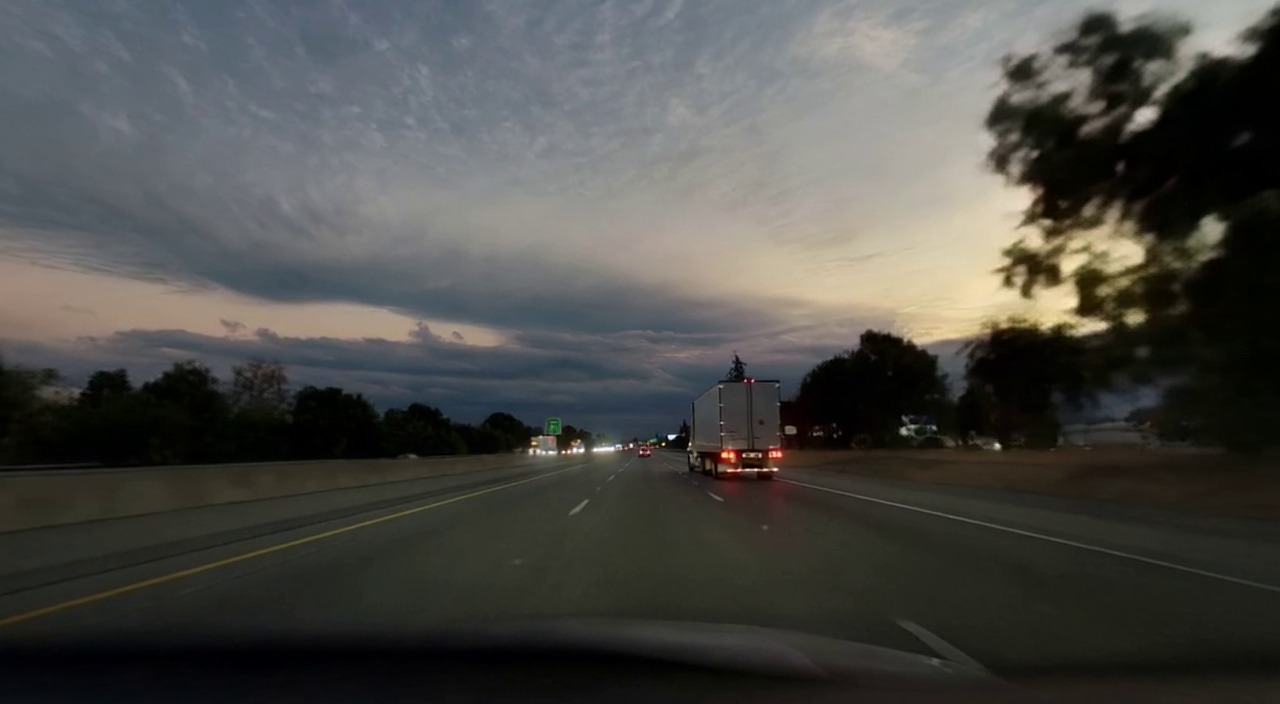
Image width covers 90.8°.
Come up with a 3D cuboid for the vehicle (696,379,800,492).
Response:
[{"bbox_3d":[4.698,4.116,30.494,3.058,4.312,12.251,0,-9,1],"label":"vehicle"}]
